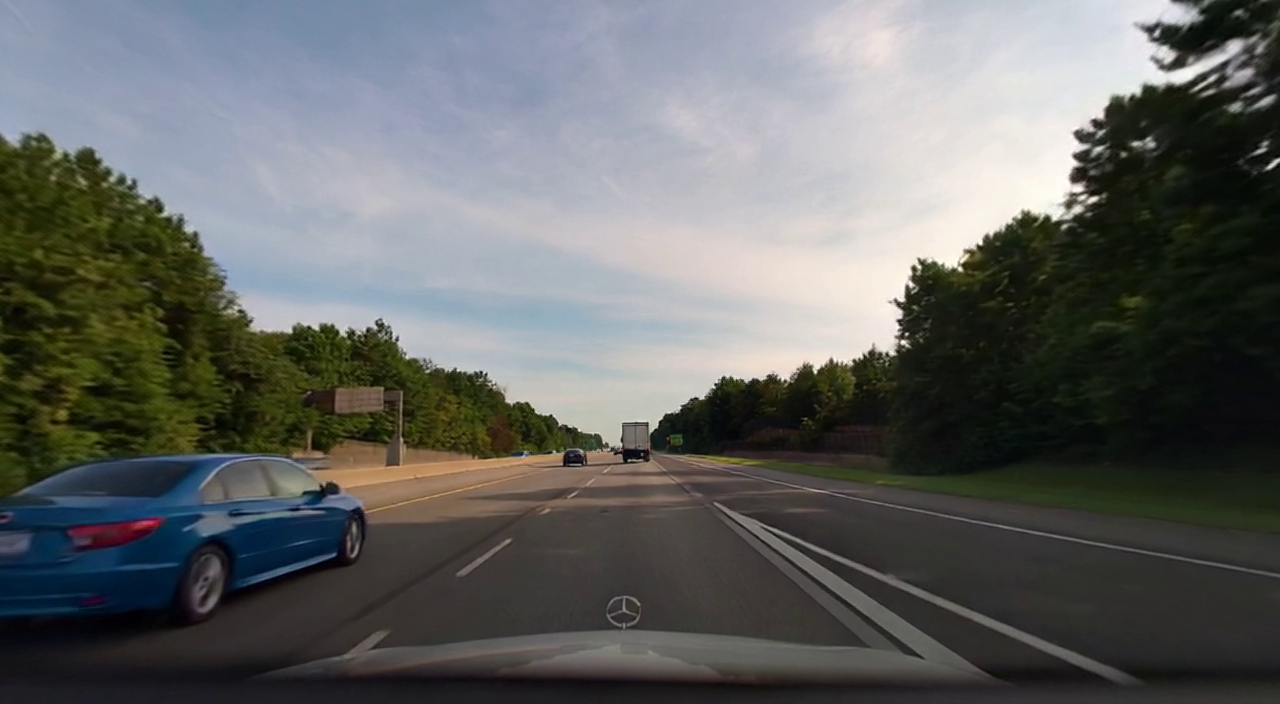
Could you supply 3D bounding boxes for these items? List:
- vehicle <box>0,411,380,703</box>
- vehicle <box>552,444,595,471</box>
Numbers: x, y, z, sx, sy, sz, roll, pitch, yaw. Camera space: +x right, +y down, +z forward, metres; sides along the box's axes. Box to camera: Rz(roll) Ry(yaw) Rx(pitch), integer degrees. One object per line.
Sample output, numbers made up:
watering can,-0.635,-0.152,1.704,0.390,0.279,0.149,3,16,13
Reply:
vehicle,-3.853,1.309,4.693,1.916,1.506,4.476,0,-9,0
vehicle,-4.284,6.902,41.554,2.311,1.655,4.382,0,-9,1
